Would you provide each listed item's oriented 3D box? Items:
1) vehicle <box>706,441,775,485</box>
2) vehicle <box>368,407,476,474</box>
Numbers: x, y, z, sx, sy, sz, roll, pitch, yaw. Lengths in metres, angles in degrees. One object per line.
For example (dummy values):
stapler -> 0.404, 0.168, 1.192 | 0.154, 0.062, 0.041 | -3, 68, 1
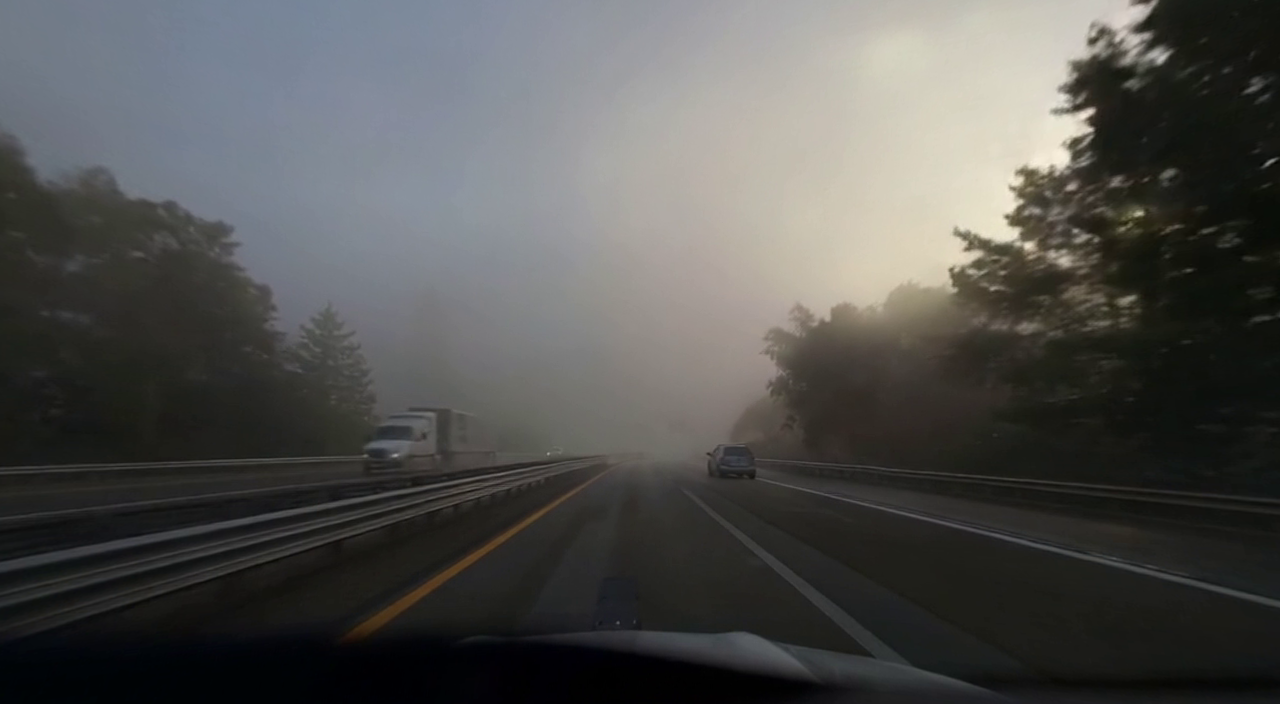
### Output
vehicle -> 4.111, 4.658, 26.530 | 2.089, 1.660, 4.729 | 0, -9, -1
vehicle -> -13.250, 5.615, 39.331 | 3.064, 3.642, 9.893 | 0, -9, 1
